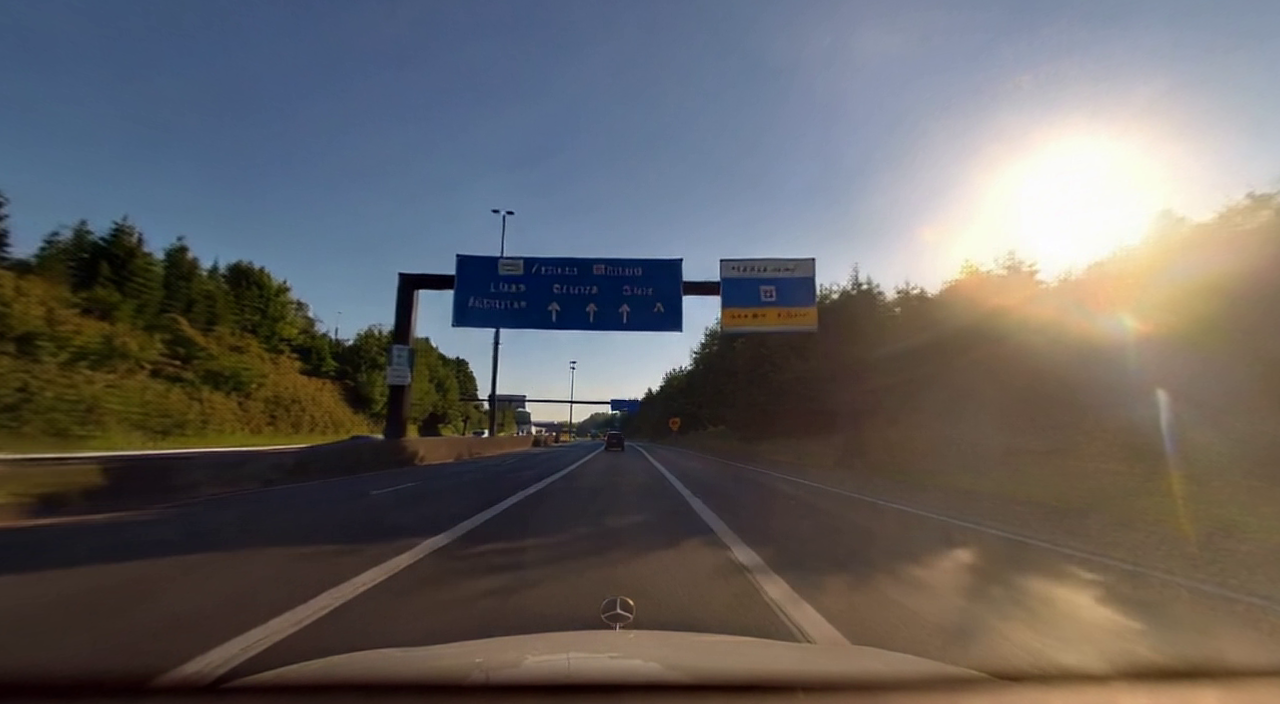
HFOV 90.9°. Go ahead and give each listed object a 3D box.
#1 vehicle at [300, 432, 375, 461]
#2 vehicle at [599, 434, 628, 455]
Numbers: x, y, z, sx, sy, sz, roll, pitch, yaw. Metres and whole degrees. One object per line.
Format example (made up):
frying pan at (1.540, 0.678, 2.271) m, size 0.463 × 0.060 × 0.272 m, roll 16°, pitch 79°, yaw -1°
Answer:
vehicle at (-16.201, 5.059, 33.975) m, size 2.064 × 1.413 × 4.141 m, roll 0°, pitch -8°, yaw -1°
vehicle at (-1.899, 6.681, 45.631) m, size 2.000 × 1.491 × 3.913 m, roll 0°, pitch -8°, yaw -2°
